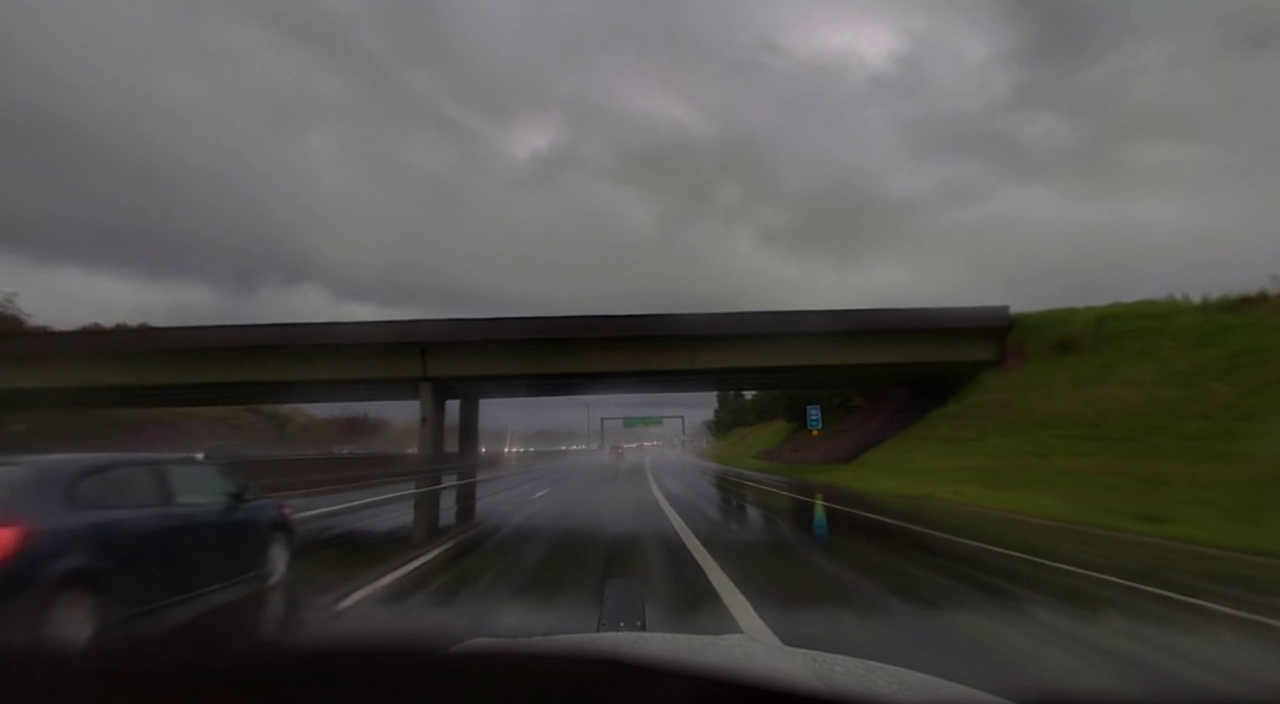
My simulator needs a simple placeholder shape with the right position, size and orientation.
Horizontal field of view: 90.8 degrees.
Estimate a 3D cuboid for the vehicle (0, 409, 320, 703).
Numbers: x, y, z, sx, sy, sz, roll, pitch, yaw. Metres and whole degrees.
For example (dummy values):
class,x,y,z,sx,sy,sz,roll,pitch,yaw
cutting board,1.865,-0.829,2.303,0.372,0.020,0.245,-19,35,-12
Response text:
class,x,y,z,sx,sy,sz,roll,pitch,yaw
vehicle,-4.377,1.268,4.529,2.055,1.535,4.073,0,-9,-1
